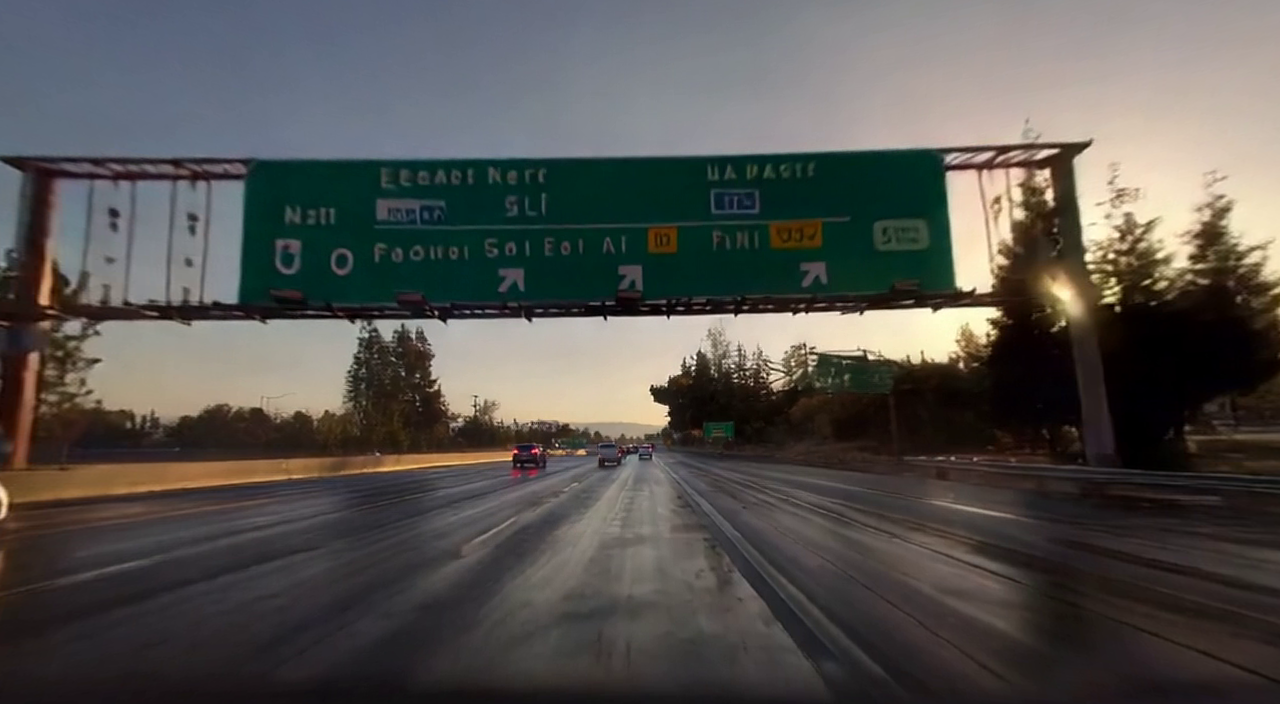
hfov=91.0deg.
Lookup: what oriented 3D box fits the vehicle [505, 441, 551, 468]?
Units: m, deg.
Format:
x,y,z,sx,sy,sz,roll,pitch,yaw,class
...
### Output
x,y,z,sx,sy,sz,roll,pitch,yaw,class
-6.758,6.226,38.327,1.985,1.513,4.172,0,-8,1,vehicle
